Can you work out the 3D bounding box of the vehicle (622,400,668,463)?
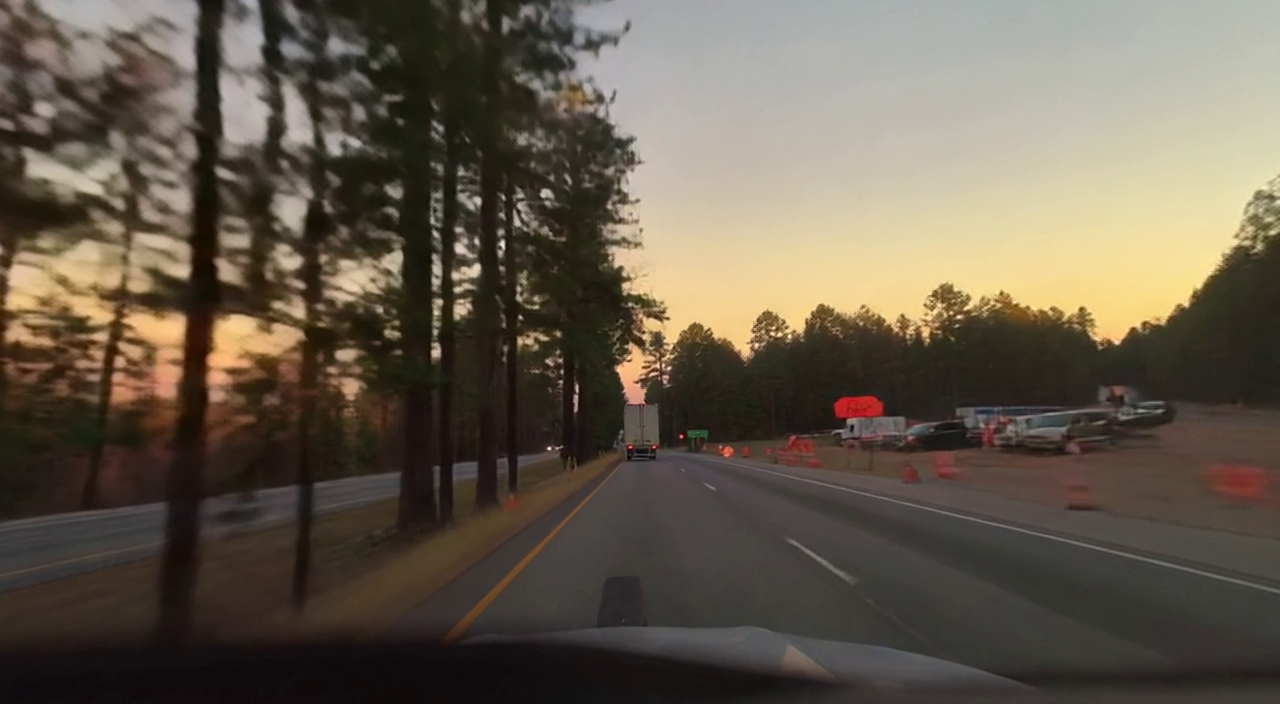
[{"bbox_3d":[0.174,5.959,46.562,2.935,4.068,11.036,0,-8,-1],"label":"vehicle"}]
